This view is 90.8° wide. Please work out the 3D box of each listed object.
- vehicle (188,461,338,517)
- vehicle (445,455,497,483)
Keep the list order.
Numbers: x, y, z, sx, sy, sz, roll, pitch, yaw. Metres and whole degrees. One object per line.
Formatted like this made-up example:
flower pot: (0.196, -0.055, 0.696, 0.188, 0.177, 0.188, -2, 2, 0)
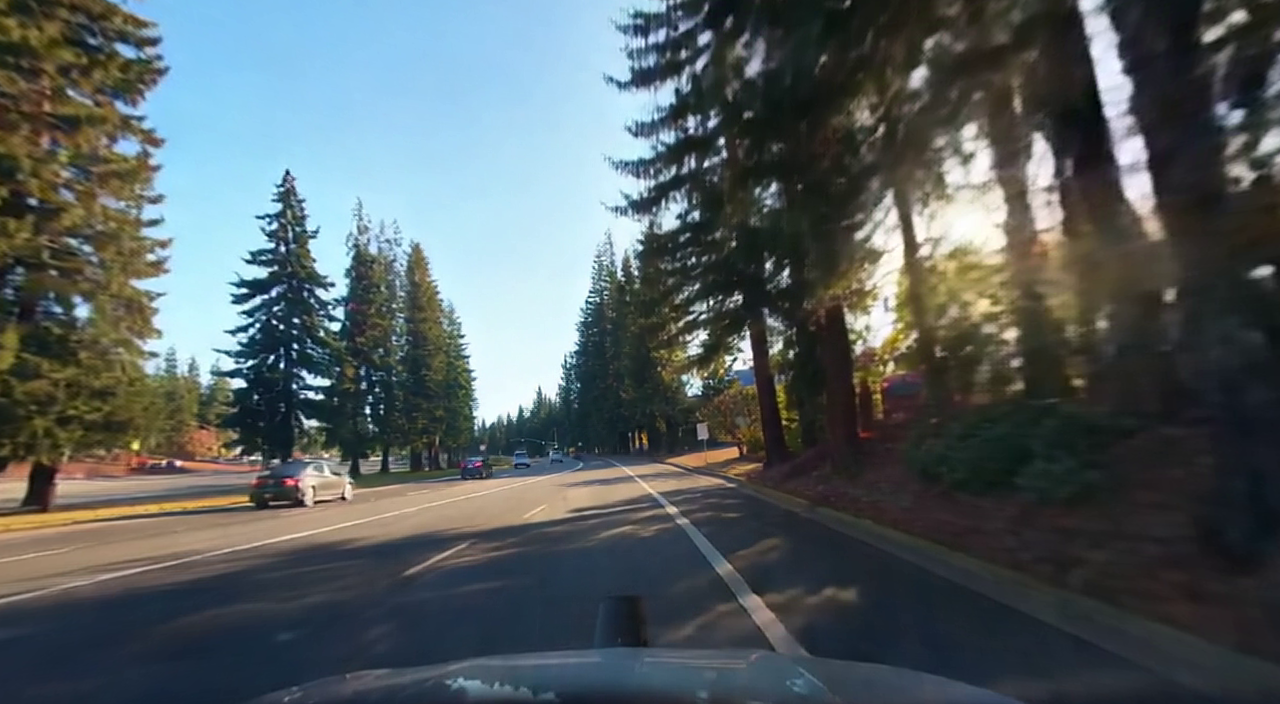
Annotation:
vehicle: (-11.838, 4.291, 20.289, 1.781, 1.476, 4.513, -1, -9, 4)
vehicle: (-10.694, 7.408, 40.258, 1.886, 1.535, 4.742, 0, -9, 1)
